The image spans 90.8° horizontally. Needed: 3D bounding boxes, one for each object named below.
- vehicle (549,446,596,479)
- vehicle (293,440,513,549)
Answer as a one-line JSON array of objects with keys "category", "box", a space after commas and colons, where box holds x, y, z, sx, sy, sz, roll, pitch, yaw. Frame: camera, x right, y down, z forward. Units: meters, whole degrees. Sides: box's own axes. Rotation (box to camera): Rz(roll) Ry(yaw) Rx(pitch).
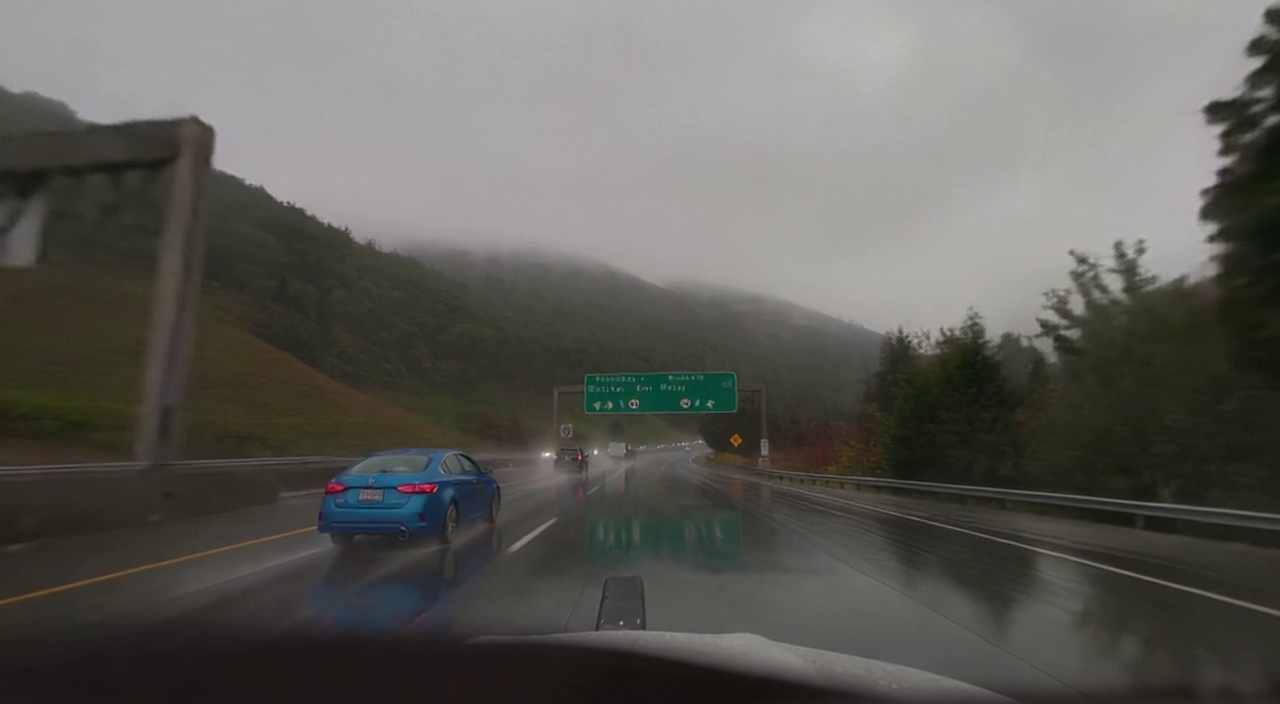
[{"category": "vehicle", "box": [-3.625, 6.043, 34.732, 2.073, 1.694, 4.162, 0, -9, 1]}, {"category": "vehicle", "box": [-3.643, 2.280, 10.780, 1.988, 1.440, 4.504, 0, -9, 0]}]
